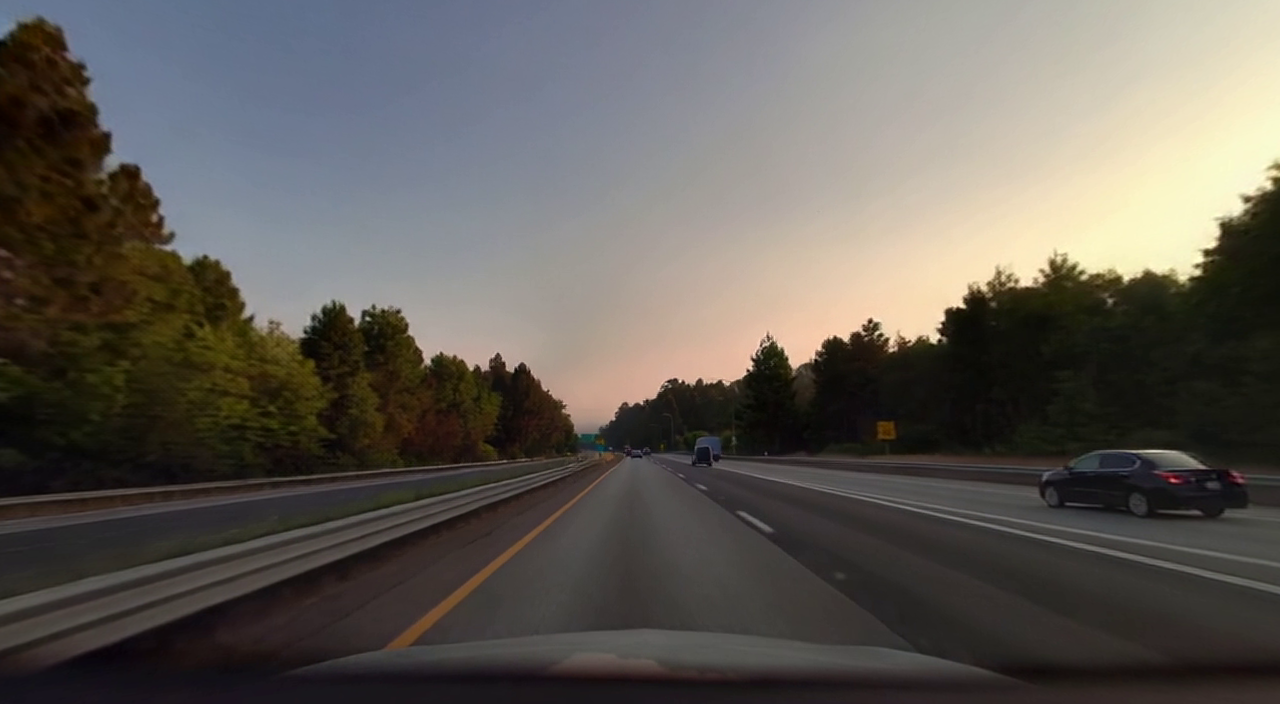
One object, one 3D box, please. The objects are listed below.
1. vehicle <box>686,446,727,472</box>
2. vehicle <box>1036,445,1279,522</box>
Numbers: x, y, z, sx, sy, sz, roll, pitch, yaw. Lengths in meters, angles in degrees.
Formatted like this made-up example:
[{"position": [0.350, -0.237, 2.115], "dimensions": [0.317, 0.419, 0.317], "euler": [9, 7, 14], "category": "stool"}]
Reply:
[{"position": [4.244, 6.876, 40.673], "dimensions": [2.058, 1.605, 4.116], "euler": [0, -9, -2], "category": "vehicle"}, {"position": [10.768, 2.722, 13.536], "dimensions": [1.926, 1.386, 3.719], "euler": [0, -9, -3], "category": "vehicle"}]
